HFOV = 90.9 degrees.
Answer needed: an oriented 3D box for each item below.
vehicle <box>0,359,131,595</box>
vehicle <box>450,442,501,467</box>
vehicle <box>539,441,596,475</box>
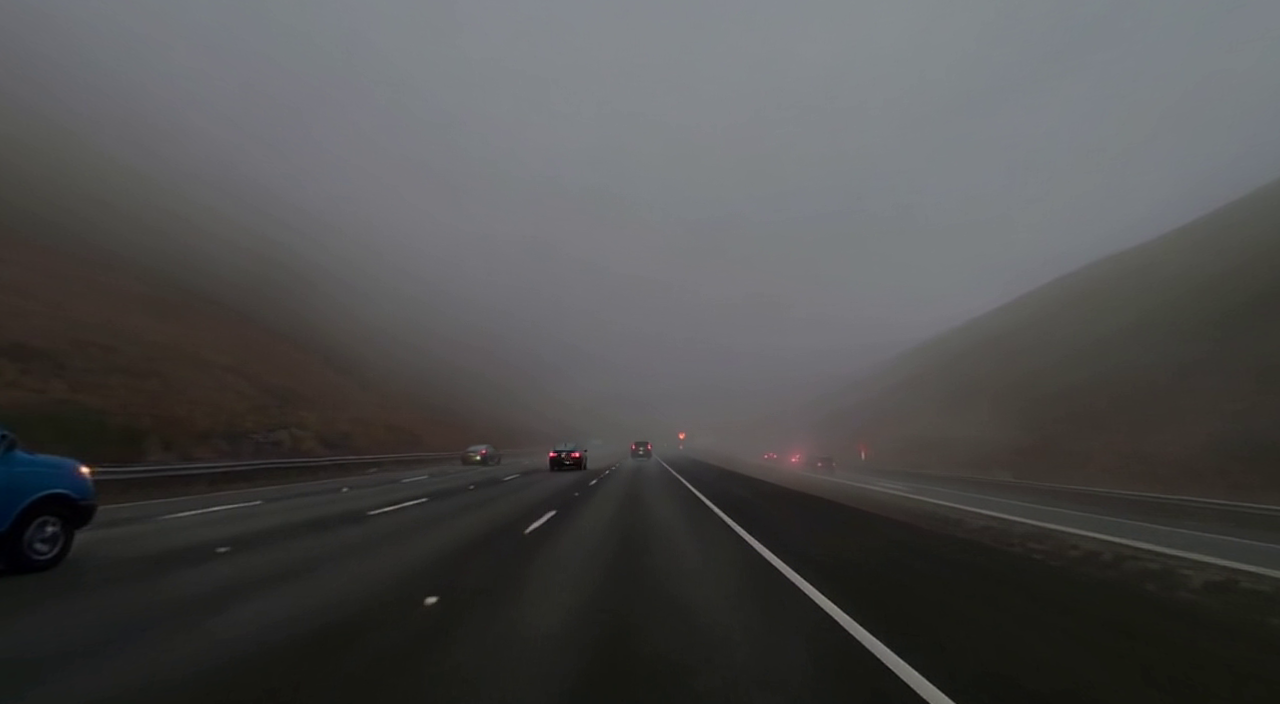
[{"bbox_3d":[-7.077,0.930,4.281,2.437,2.135,5.643,0,-8,1],"label":"vehicle"},{"bbox_3d":[-10.625,6.631,41.094,1.945,1.466,4.947,0,-8,1],"label":"vehicle"},{"bbox_3d":[-3.375,5.020,30.188,2.080,1.505,4.649,0,-8,1],"label":"vehicle"}]
